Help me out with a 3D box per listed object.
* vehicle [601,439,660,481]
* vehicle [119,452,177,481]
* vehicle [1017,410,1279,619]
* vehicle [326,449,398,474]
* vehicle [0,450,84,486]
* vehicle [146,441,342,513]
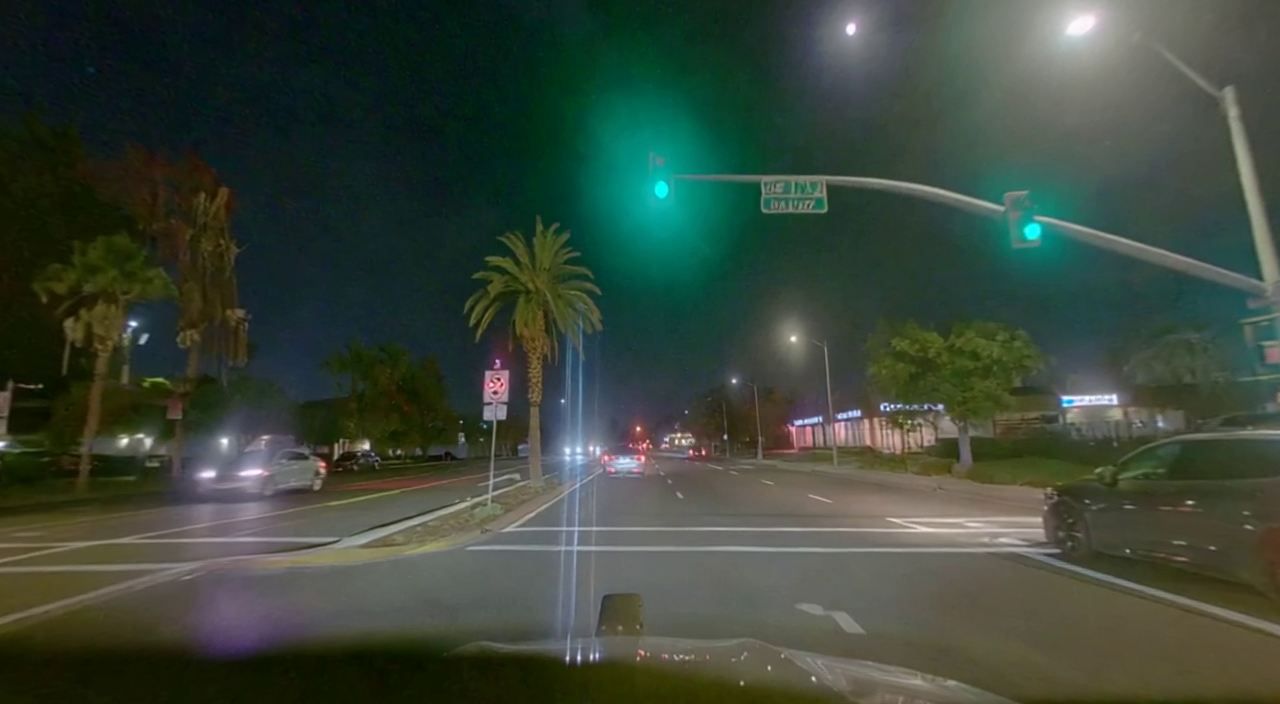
[{"bbox_3d":[-0.349,4.181,24.716,2.106,1.496,3.964,0,-9,0],"label":"vehicle"},{"bbox_3d":[-27.795,6.455,35.837,2.033,1.488,4.497,5,-10,-32],"label":"vehicle"},{"bbox_3d":[6.150,1.442,6.029,2.244,1.618,4.585,0,-9,0],"label":"vehicle"},{"bbox_3d":[-18.348,7.214,41.907,1.968,1.524,4.390,-2,-9,15],"label":"vehicle"},{"bbox_3d":[-32.039,5.936,32.674,2.031,1.736,5.062,0,-9,-1],"label":"vehicle"},{"bbox_3d":[-8.921,2.827,14.781,1.830,1.431,4.240,0,-9,0],"label":"vehicle"}]
